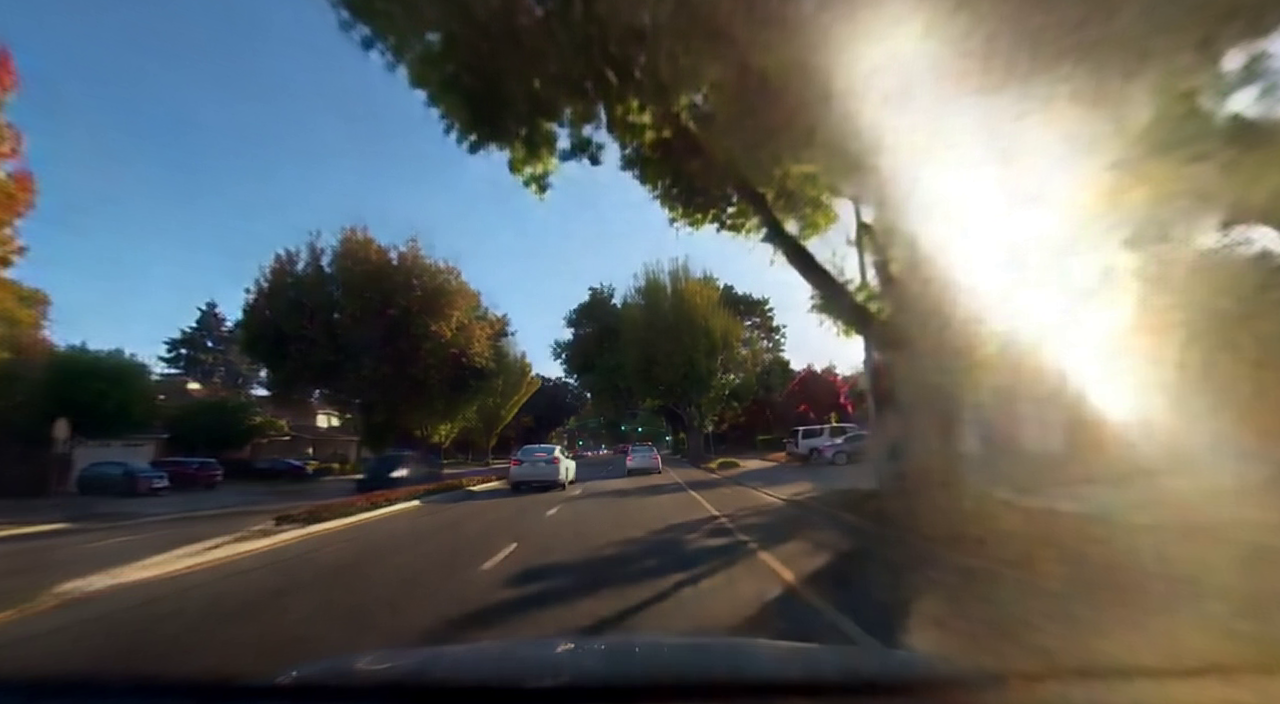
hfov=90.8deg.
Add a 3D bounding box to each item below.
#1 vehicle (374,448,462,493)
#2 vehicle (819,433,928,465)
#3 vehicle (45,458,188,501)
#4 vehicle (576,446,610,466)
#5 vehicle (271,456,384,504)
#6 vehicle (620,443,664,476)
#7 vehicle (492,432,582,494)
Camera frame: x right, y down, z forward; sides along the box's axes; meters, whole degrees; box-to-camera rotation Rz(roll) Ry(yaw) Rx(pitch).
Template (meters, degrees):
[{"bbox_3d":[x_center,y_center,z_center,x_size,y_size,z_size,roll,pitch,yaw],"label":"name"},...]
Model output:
[{"bbox_3d":[-8.917,4.758,25.779,2.192,1.516,3.995,-3,-8,-1],"label":"vehicle"},{"bbox_3d":[11.324,4.722,30.851,4.573,1.461,1.867,0,-8,-1],"label":"vehicle"},{"bbox_3d":[-22.088,5.357,26.776,4.203,1.693,2.072,0,-8,2],"label":"vehicle"},{"bbox_3d":[-3.662,8.148,49.678,2.268,1.522,4.350,0,-8,1],"label":"vehicle"},{"bbox_3d":[-11.604,4.756,23.889,1.970,1.554,4.401,0,-8,1],"label":"vehicle"},{"bbox_3d":[0.088,5.342,31.694,2.062,1.518,3.901,0,-8,0],"label":"vehicle"},{"bbox_3d":[-3.191,3.567,20.617,2.157,1.771,4.452,0,-8,1],"label":"vehicle"}]
